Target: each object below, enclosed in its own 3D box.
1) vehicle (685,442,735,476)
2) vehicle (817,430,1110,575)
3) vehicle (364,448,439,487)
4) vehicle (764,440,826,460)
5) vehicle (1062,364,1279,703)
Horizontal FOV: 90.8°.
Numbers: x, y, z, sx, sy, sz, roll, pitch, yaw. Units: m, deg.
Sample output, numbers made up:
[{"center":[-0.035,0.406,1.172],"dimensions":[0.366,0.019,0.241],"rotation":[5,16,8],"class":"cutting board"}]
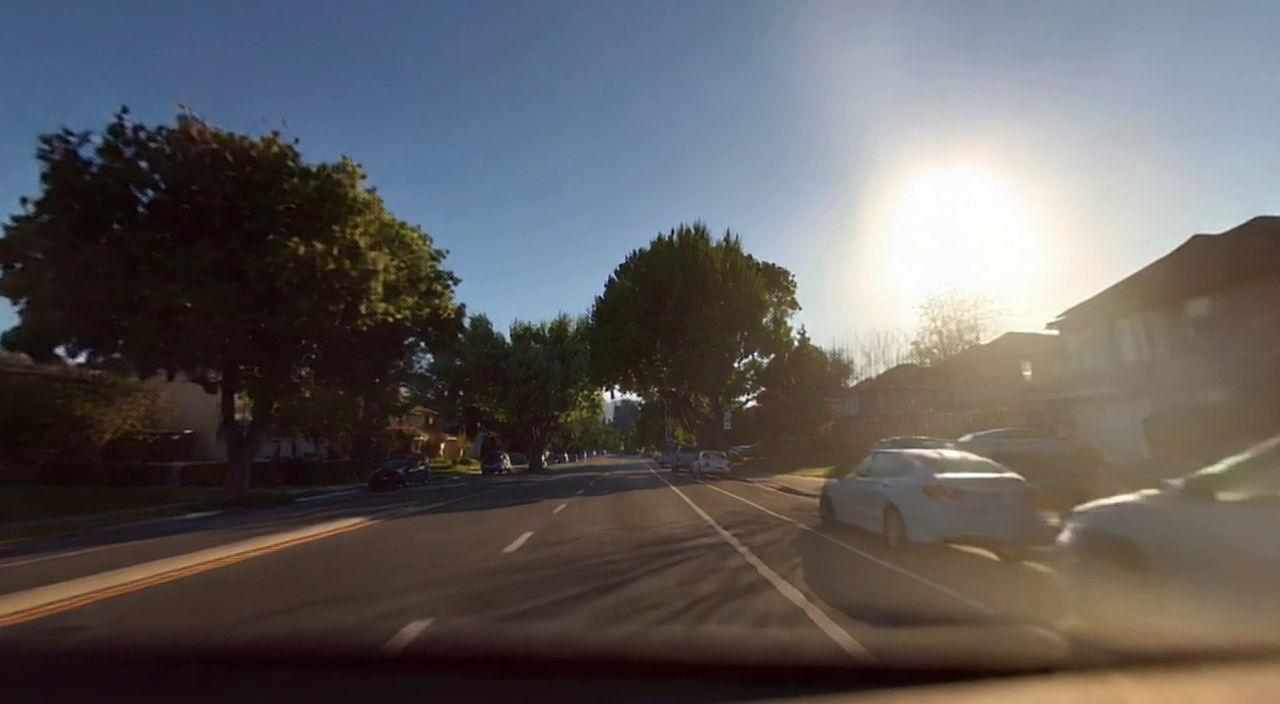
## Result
[{"center":[3.611,5.615,33.411],"dimensions":[2.007,1.657,4.362],"rotation":[0,-9,-2],"class":"vehicle"},{"center":[4.040,1.921,8.883],"dimensions":[1.901,1.521,4.204],"rotation":[0,-8,0],"class":"vehicle"},{"center":[-11.362,5.516,30.495],"dimensions":[2.091,1.717,4.392],"rotation":[0,-8,-3],"class":"vehicle"},{"center":[11.793,7.474,48.323],"dimensions":[4.285,1.434,1.740],"rotation":[0,-8,0],"class":"vehicle"},{"center":[4.100,0.810,2.352],"dimensions":[1.915,1.715,4.451],"rotation":[0,-8,-1],"class":"vehicle"}]
